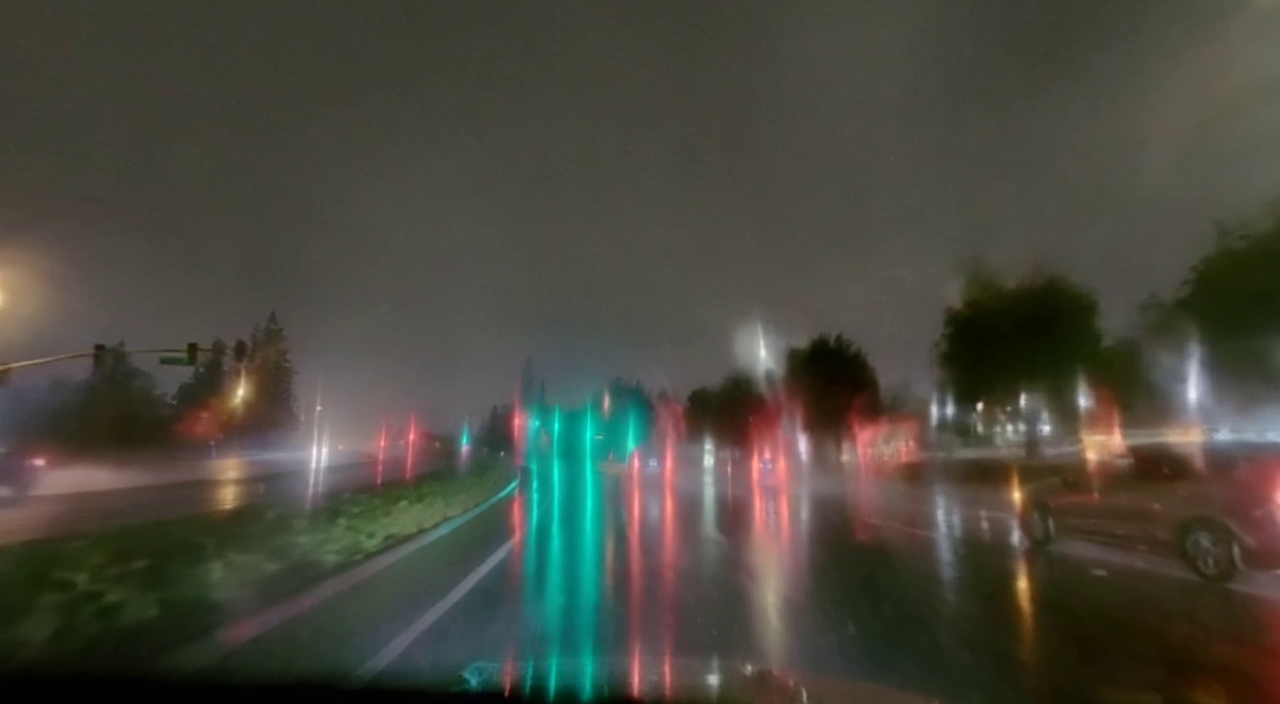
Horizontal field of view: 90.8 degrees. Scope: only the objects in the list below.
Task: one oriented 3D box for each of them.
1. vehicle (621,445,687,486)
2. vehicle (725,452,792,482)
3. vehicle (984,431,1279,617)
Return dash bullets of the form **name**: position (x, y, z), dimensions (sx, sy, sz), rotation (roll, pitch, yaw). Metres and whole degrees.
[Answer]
- **vehicle**: position (0.508, 5.121, 28.831), dimensions (2.122, 1.646, 4.525), rotation (1, -9, -10)
- **vehicle**: position (6.315, 6.168, 34.139), dimensions (1.940, 1.460, 4.652), rotation (1, -9, -11)
- **vehicle**: position (6.005, 1.653, 6.859), dimensions (1.882, 1.476, 4.344), rotation (0, -9, -3)
